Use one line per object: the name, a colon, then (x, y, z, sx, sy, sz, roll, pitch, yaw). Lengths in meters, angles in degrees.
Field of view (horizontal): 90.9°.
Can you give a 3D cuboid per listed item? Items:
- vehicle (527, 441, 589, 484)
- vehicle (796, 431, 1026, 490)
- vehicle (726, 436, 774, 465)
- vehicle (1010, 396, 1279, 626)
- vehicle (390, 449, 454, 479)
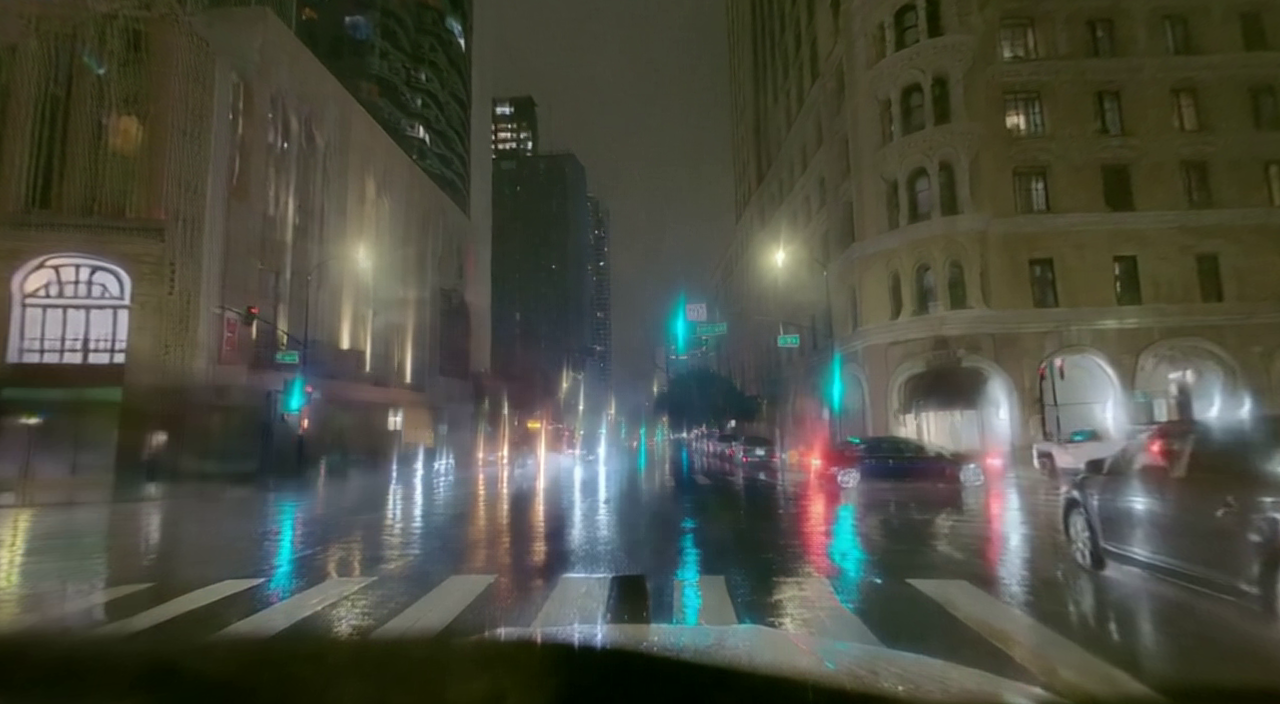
vehicle: (-2.920, 4.039, 23.384, 1.904, 1.402, 4.759, 0, -8, -3)
vehicle: (7.179, 2.947, 17.331, 5.388, 1.465, 2.050, -1, -8, 9)
vehicle: (6.252, 5.649, 36.308, 1.926, 1.574, 3.961, 0, -8, -2)
vehicle: (5.408, 1.263, 5.600, 1.912, 1.505, 4.889, -1, -8, 9)
vehicle: (-11.924, 6.119, 34.798, 1.998, 1.505, 4.405, 0, -8, 0)
